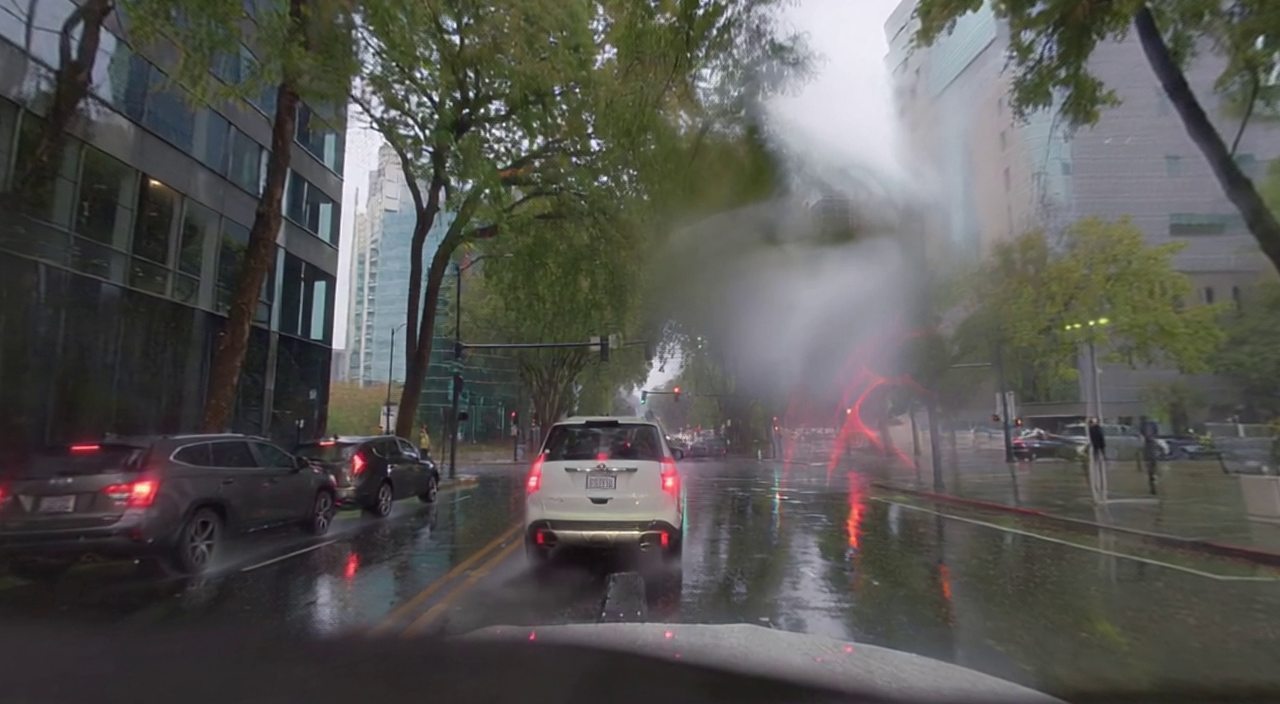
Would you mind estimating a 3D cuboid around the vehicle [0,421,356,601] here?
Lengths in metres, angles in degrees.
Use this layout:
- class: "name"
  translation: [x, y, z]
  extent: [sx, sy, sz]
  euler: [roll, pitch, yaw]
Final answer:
- class: "vehicle"
  translation: [-5.741, 1.854, 8.332]
  extent: [1.904, 1.684, 4.529]
  euler: [0, -9, -1]

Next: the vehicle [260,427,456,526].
- class: "vehicle"
  translation: [-5.869, 2.636, 14.020]
  extent: [2.077, 1.791, 4.751]
  euler: [0, -9, 1]

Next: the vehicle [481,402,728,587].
- class: "vehicle"
  translation: [-0.306, 1.604, 7.847]
  extent: [2.258, 1.687, 3.934]
  euler: [0, -9, 1]
